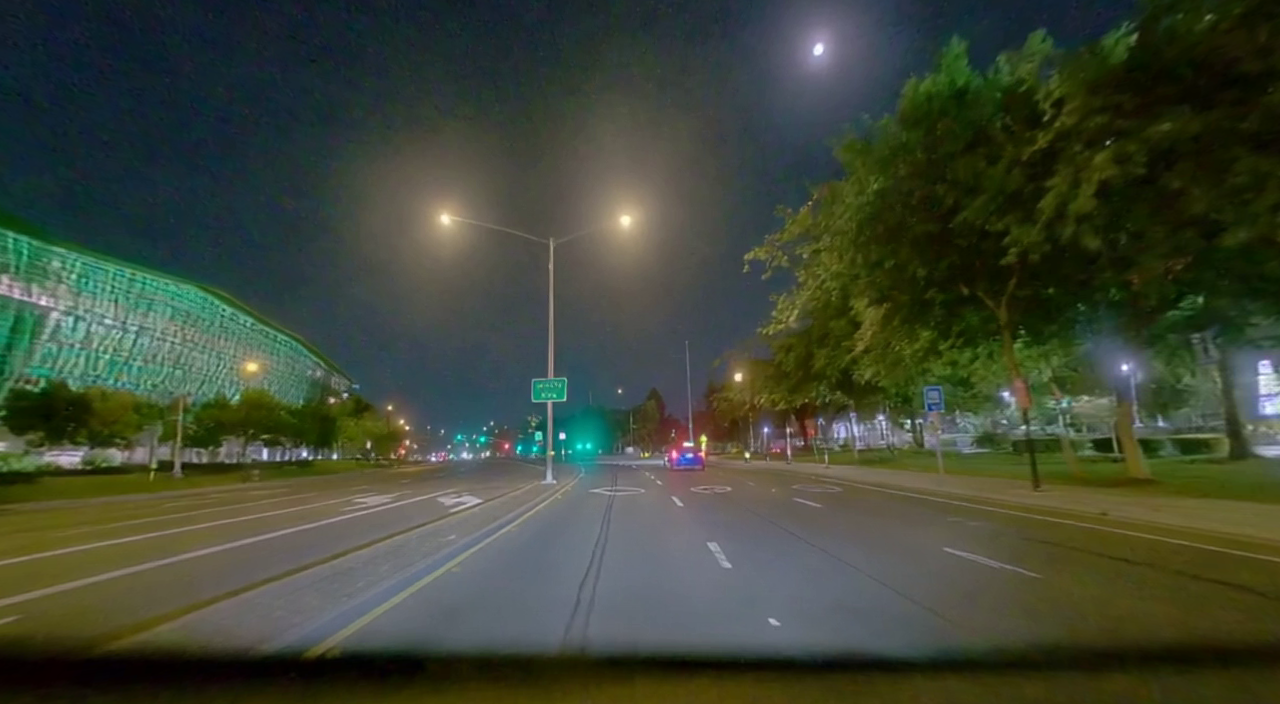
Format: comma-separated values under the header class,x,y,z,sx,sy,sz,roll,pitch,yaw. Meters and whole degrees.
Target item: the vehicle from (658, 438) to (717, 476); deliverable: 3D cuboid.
class,x,y,z,sx,sy,sz,roll,pitch,yaw
vehicle,2.180,4.989,30.167,2.165,1.633,4.381,0,-8,-4
